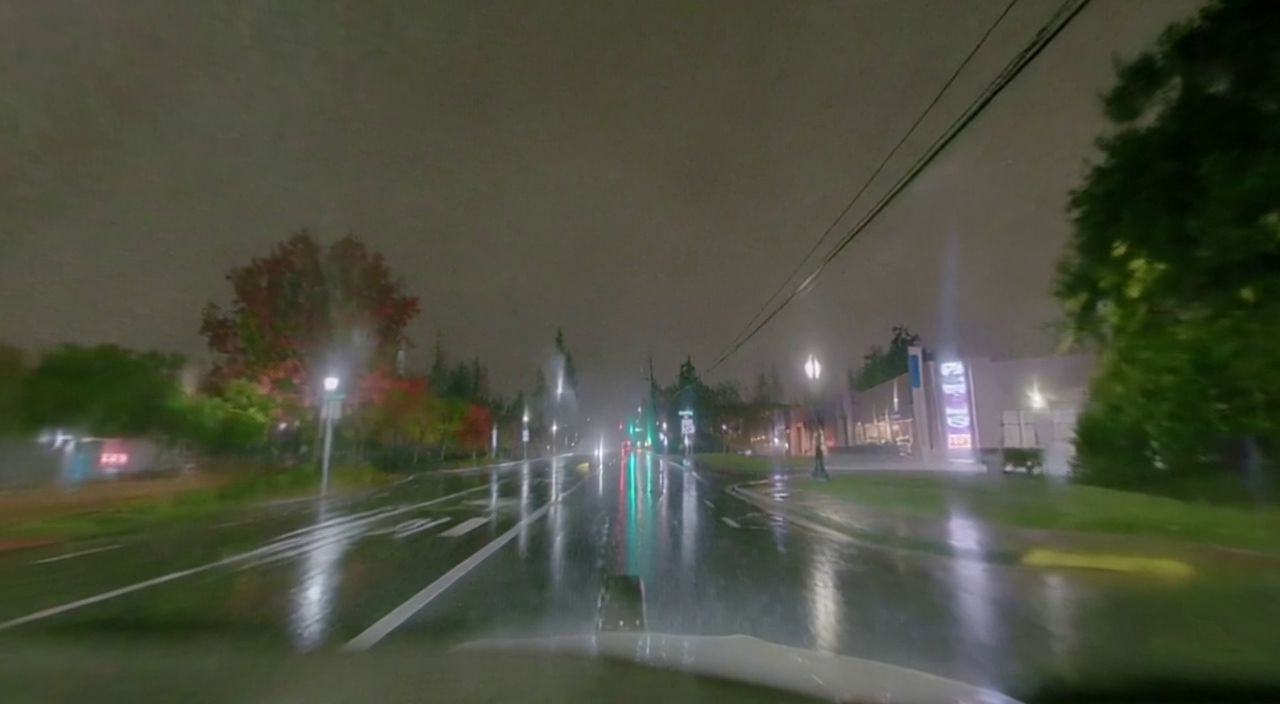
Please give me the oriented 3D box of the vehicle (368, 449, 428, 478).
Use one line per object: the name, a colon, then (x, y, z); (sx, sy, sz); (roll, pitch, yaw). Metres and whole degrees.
vehicle: (-13.404, 6.097, 34.850); (2.061, 1.475, 4.357); (6, -10, -34)
